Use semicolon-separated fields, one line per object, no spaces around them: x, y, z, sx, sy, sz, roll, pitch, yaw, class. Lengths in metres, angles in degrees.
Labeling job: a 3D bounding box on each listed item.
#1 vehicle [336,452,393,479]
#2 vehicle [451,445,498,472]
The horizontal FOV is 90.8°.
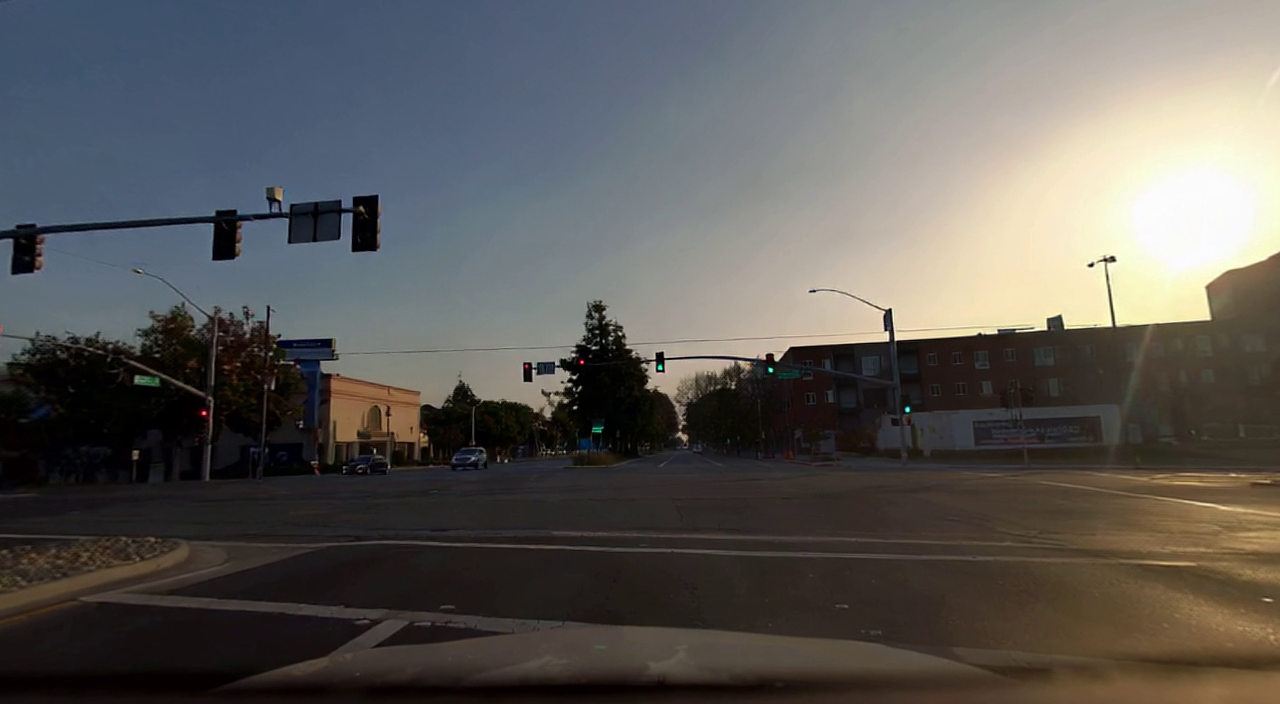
-18.850;7.759;43.365;1.933;1.664;4.255;0;-9;1;vehicle
-12.163;7.854;46.670;2.151;1.847;4.634;0;-9;0;vehicle
